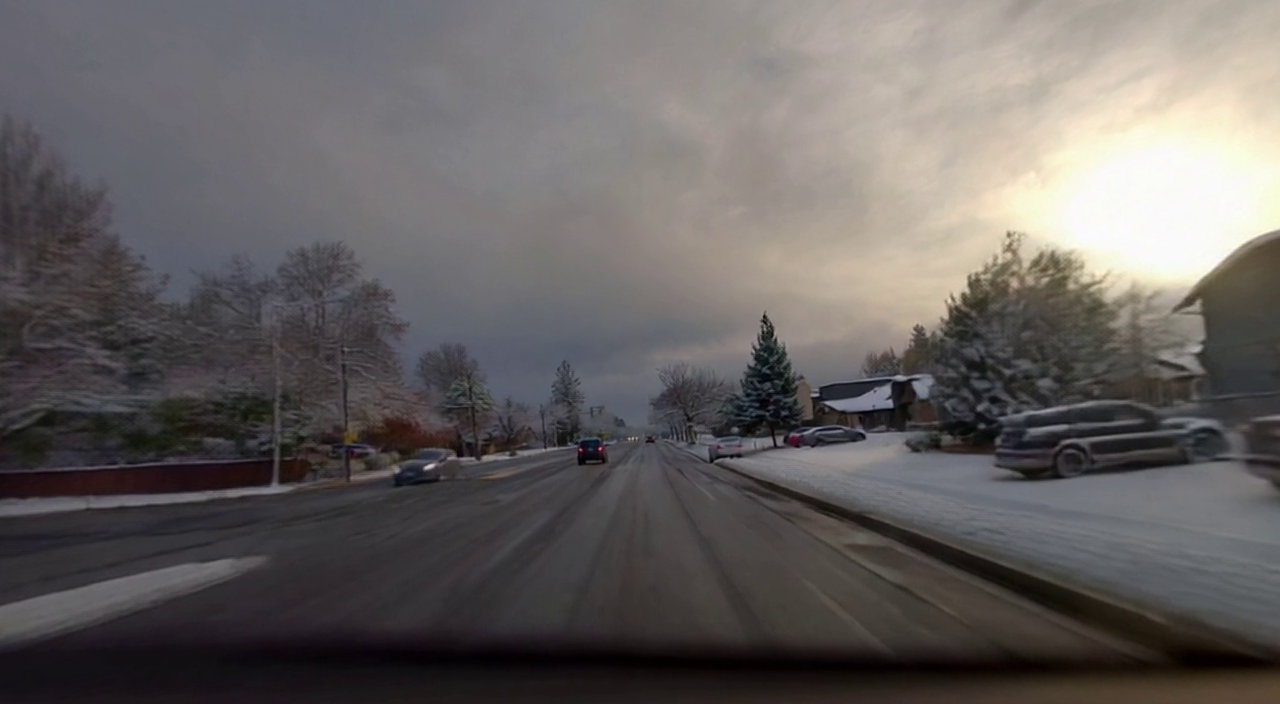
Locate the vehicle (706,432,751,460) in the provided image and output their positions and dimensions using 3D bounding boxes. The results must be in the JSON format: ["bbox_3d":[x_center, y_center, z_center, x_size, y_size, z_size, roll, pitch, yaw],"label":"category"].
[{"bbox_3d":[5.248,5.637,37.770,1.995,1.546,4.474,0,-8,-1],"label":"vehicle"}]

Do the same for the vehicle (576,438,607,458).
[{"bbox_3d":[-3.561,7.061,46.474,1.973,1.400,3.915,0,-8,0],"label":"vehicle"}]

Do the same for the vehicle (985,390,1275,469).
[{"bbox_3d":[10.317,1.678,13.582,4.606,1.525,1.932,0,-8,-1],"label":"vehicle"}]

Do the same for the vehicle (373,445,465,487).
[{"bbox_3d":[-8.932,4.593,25.906,2.027,1.522,4.469,-1,-8,2],"label":"vehicle"}]
